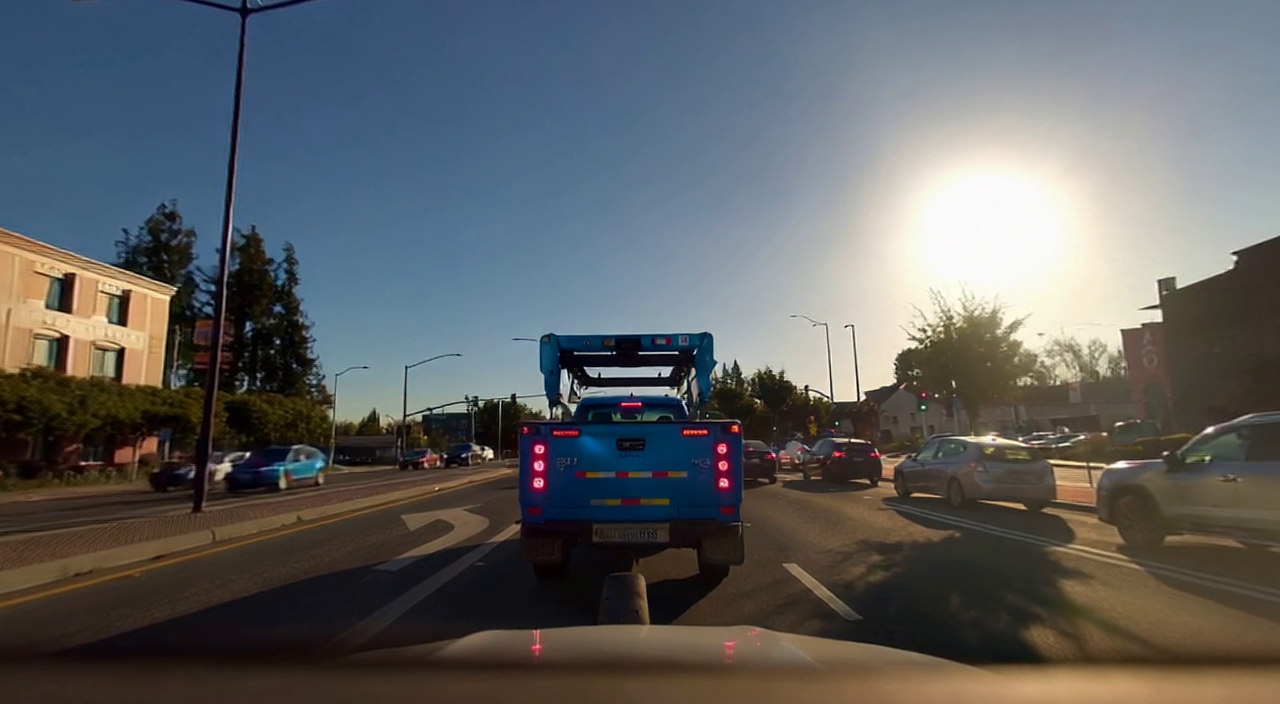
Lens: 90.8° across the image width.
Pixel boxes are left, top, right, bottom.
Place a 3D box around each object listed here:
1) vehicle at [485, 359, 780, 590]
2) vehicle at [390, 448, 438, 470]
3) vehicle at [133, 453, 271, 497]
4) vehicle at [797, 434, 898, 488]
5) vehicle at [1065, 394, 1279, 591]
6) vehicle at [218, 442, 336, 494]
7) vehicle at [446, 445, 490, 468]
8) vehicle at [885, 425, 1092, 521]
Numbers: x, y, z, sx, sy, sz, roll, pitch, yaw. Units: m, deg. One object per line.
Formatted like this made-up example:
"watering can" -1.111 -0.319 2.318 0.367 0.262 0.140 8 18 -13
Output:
"vehicle" -0.109 1.536 8.713 2.682 2.117 5.706 0 -9 -1
"vehicle" -16.090 7.620 45.256 1.805 1.466 4.341 0 -9 0
"vehicle" -15.604 4.375 22.846 1.854 1.364 4.357 0 -9 0
"vehicle" 7.073 3.760 22.102 1.953 1.665 4.327 0 -9 -2
"vehicle" 6.826 1.357 6.273 2.023 1.771 4.488 0 -9 0
"vehicle" -12.022 3.839 21.249 1.781 1.558 3.688 0 -9 -1
"vehicle" -12.635 7.668 46.692 1.928 1.591 4.509 0 -9 0
"vehicle" 7.068 2.479 13.469 1.931 1.692 4.267 0 -9 0
